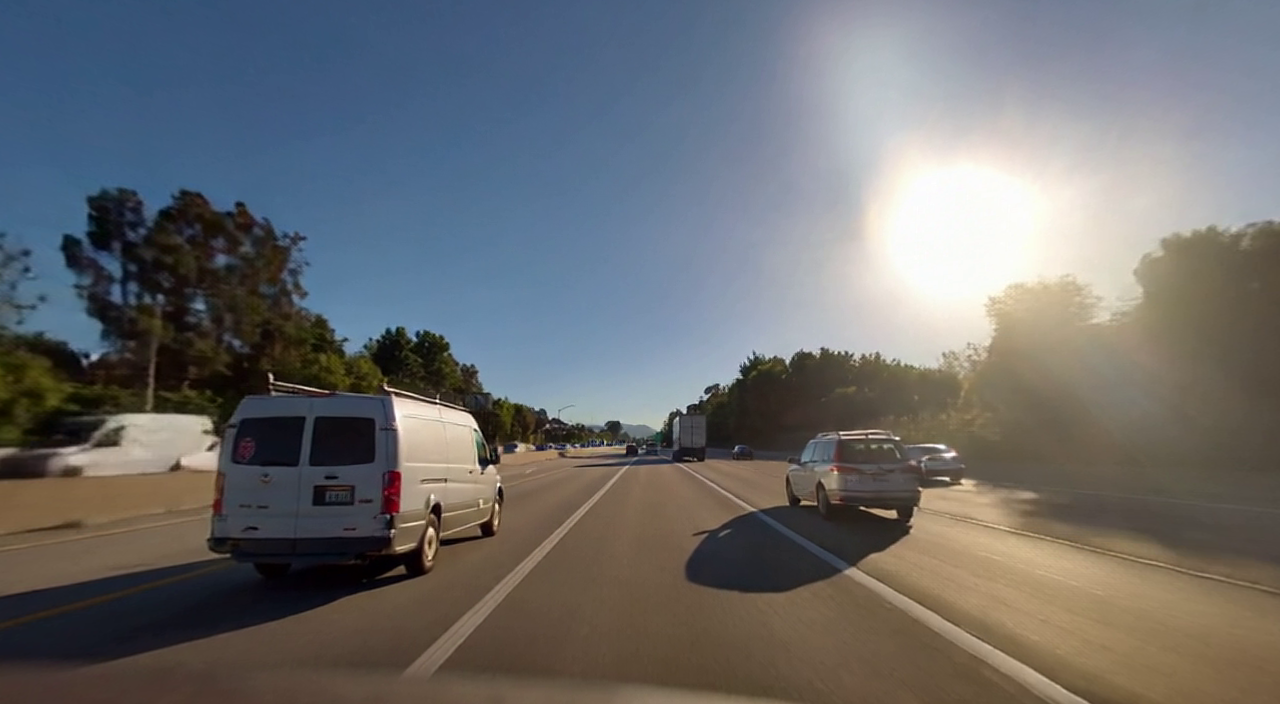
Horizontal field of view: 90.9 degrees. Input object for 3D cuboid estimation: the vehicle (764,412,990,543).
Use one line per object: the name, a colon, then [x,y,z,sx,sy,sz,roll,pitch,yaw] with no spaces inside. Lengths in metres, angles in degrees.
vehicle: [3.866,2.146,11.440,2.209,1.862,4.717,0,-8,0]

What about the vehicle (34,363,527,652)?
vehicle: [-2.899,1.423,6.969,2.159,1.922,5.345,0,-8,2]
